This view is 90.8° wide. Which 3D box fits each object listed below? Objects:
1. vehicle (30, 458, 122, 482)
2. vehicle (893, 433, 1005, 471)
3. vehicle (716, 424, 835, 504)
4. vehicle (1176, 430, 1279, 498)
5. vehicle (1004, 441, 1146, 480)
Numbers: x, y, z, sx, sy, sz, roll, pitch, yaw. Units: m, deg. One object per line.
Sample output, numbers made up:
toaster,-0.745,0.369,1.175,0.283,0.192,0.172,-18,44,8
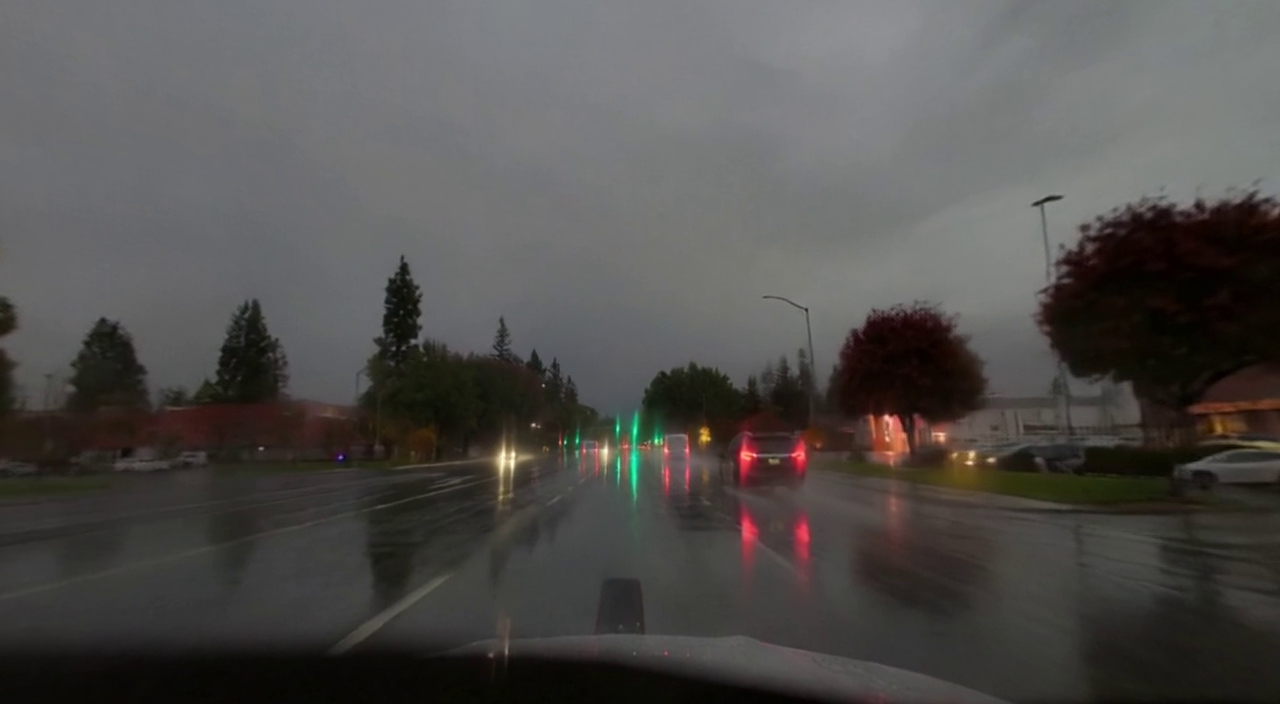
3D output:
vehicle,-41.739,8.737,46.832,4.663,1.660,2.182,0,-9,0
vehicle,15.805,5.125,32.456,4.682,1.635,2.053,-2,-9,-6
vehicle,3.356,2.881,16.611,2.060,1.816,4.343,0,-9,-1
vehicle,18.038,3.048,17.455,4.970,1.700,2.108,2,-9,-11
vehicle,16.742,4.161,24.414,4.203,1.424,2.077,2,-9,-11
